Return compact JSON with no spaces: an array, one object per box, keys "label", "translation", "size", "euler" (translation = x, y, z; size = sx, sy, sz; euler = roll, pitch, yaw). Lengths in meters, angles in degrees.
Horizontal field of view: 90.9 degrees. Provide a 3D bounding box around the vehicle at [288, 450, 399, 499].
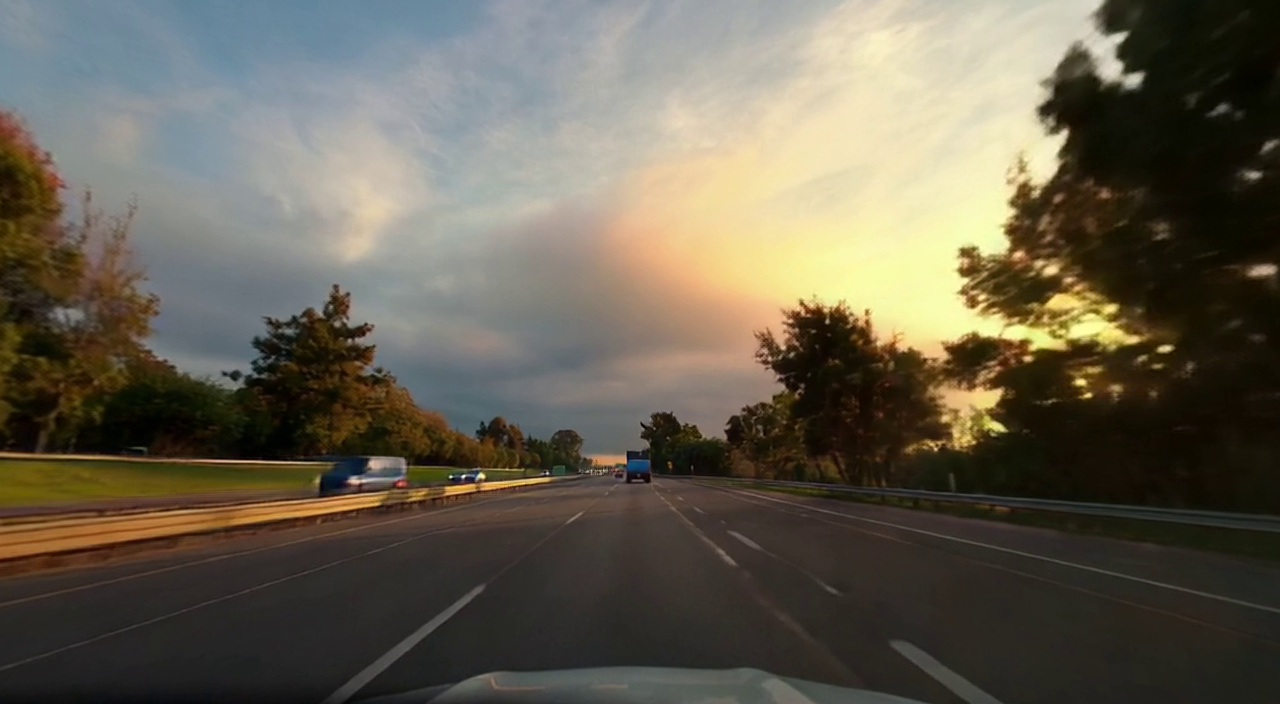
[{"label":"vehicle","translation":[-13.007,5.437,28.151],"size":[2.242,1.891,5.442],"euler":[1,-10,0]}]
